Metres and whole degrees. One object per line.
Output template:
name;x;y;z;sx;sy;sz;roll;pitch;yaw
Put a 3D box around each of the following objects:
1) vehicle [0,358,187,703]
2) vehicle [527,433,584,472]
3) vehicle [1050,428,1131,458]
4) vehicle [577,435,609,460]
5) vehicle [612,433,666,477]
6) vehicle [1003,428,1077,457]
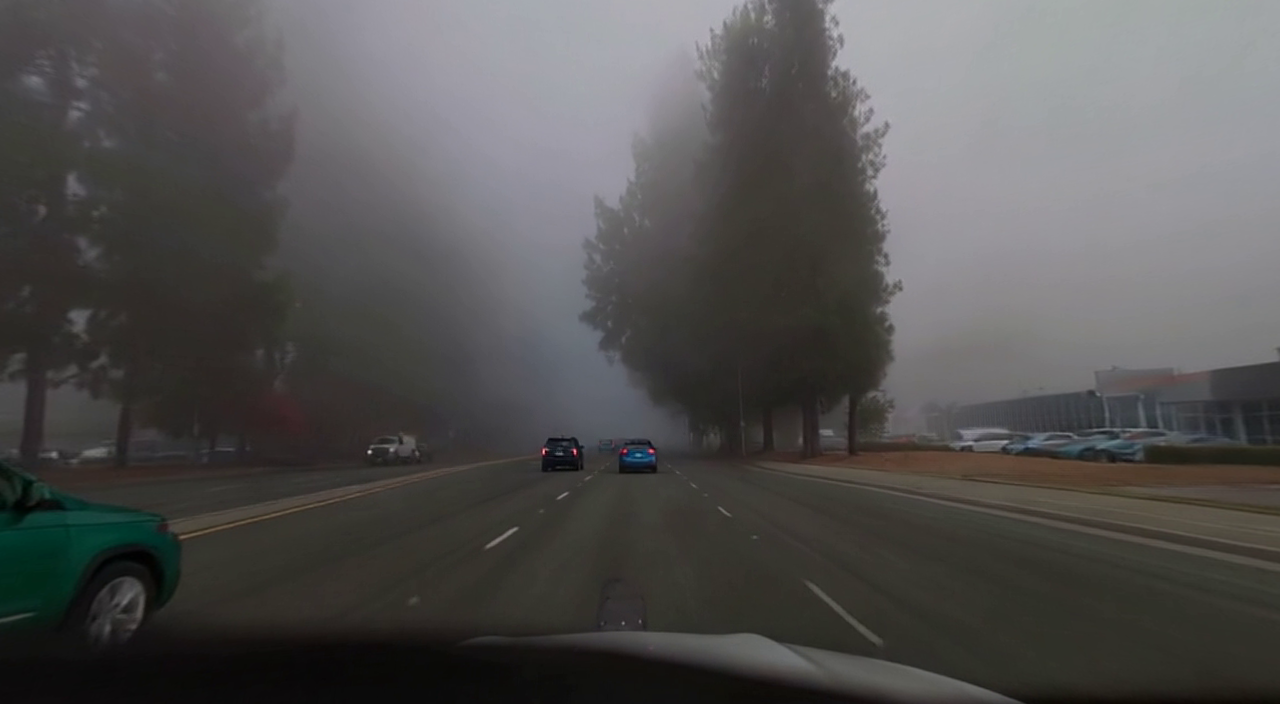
vehicle;-3.714;0.699;1.547;2.070;1.641;4.152;0;-8;0
vehicle;-4.012;4.877;30.565;2.113;1.713;4.422;0;-8;0
vehicle;22.344;4.492;31.277;1.487;1.361;3.317;-1;-6;-1
vehicle;-3.588;7.427;48.901;2.047;1.810;4.414;0;-8;1
vehicle;-0.054;4.257;26.087;2.042;1.641;4.187;0;-8;0
vehicle;19.894;4.528;31.350;1.466;1.357;3.288;0;-8;-1
